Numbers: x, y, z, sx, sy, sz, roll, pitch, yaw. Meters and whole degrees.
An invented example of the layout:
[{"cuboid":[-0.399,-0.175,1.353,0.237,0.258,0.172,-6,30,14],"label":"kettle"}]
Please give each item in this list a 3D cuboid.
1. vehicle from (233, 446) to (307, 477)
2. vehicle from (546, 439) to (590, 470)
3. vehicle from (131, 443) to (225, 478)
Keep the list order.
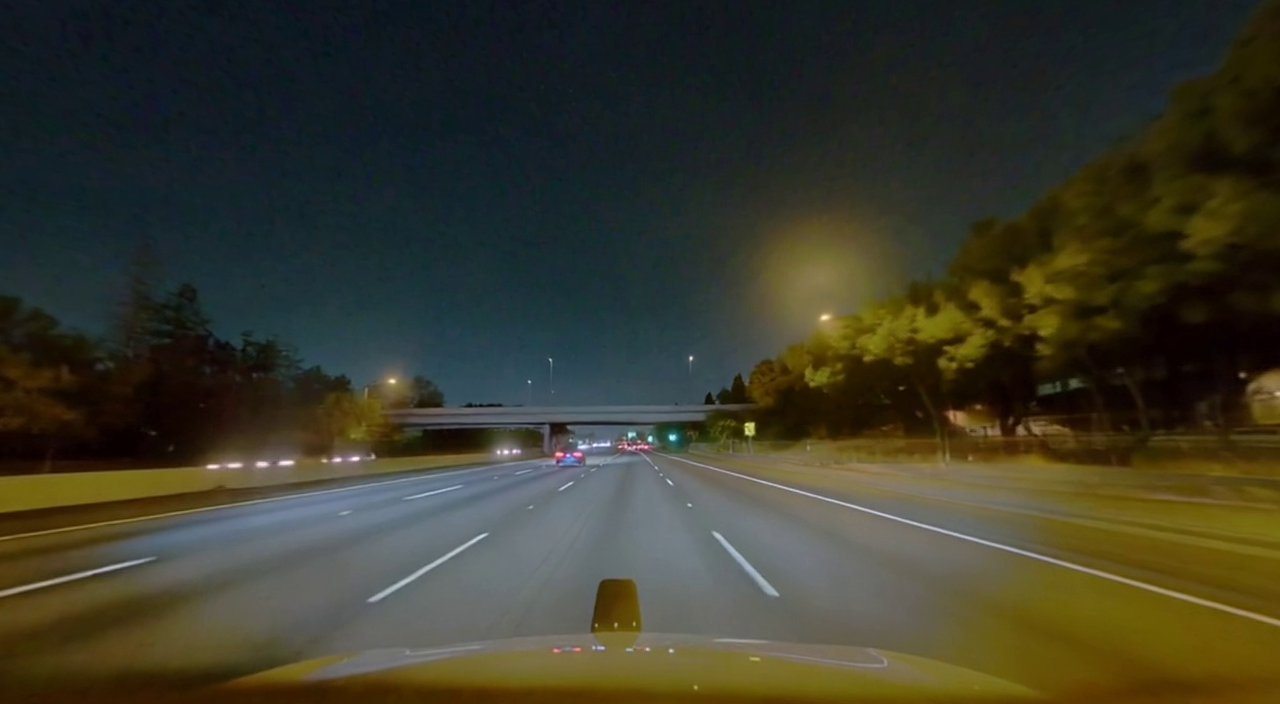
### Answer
[{"cuboid":[-16.810,4.971,28.861,1.416,1.312,3.200,0,-9,1],"label":"vehicle"},{"cuboid":[-4.277,6.167,38.238,2.102,1.727,4.704,0,-9,0],"label":"vehicle"},{"cuboid":[-20.569,4.842,28.309,1.593,1.407,3.388,-2,-9,1],"label":"vehicle"}]
